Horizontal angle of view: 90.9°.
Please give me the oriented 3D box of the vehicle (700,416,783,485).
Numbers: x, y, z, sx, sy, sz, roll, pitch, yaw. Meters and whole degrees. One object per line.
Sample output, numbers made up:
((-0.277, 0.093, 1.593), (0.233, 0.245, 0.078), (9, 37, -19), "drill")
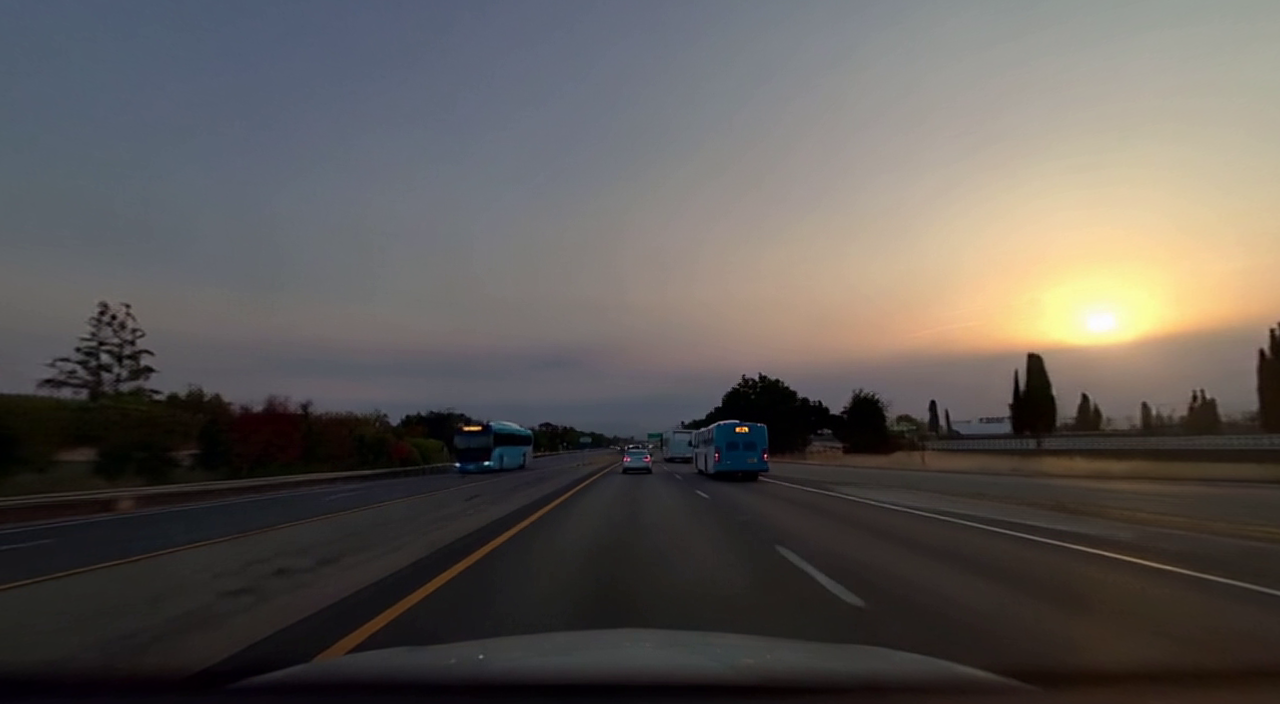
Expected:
((4.072, 4.148, 26.582), (2.440, 2.555, 5.957), (0, -9, -1), "vehicle")

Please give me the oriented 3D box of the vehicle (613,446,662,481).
((-0.130, 4.890, 27.862), (2.004, 1.449, 3.817), (0, -9, -1), "vehicle")
